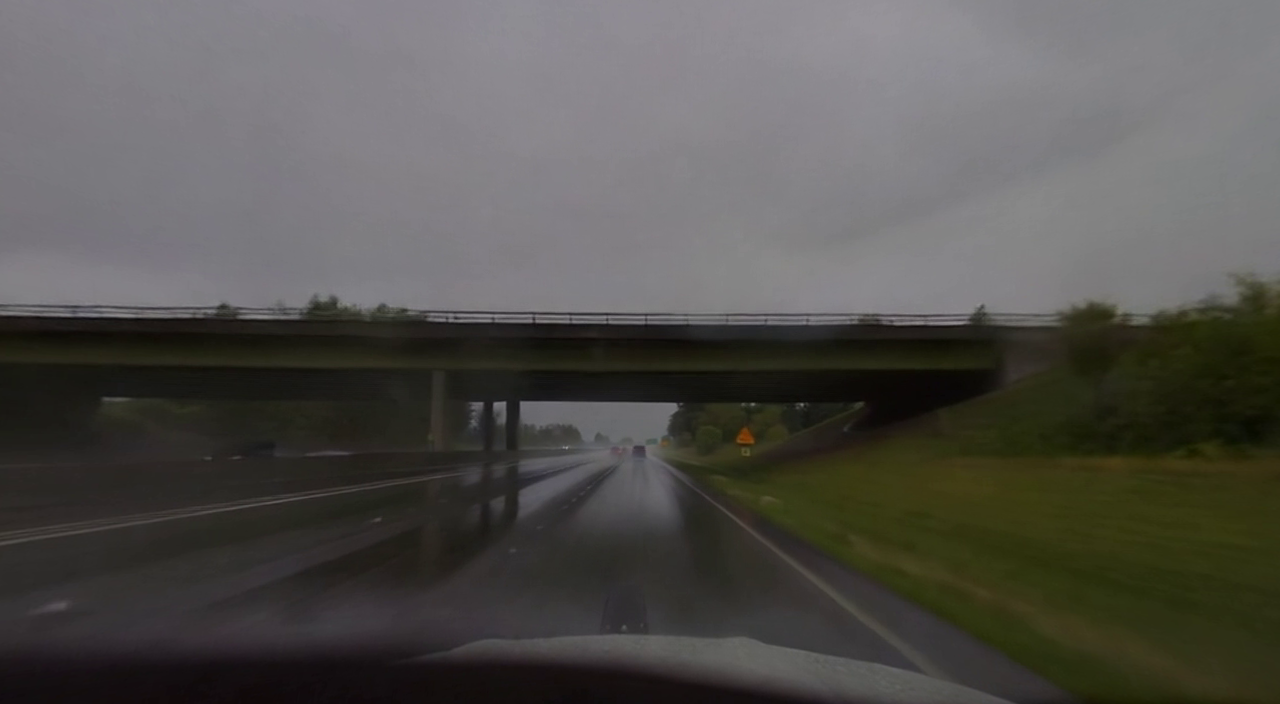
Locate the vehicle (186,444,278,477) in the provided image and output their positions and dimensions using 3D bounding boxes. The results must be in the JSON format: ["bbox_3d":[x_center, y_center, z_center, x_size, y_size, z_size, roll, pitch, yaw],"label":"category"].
[{"bbox_3d":[-21.449,5.710,33.376,1.956,1.587,4.301,0,-9,1],"label":"vehicle"}]
